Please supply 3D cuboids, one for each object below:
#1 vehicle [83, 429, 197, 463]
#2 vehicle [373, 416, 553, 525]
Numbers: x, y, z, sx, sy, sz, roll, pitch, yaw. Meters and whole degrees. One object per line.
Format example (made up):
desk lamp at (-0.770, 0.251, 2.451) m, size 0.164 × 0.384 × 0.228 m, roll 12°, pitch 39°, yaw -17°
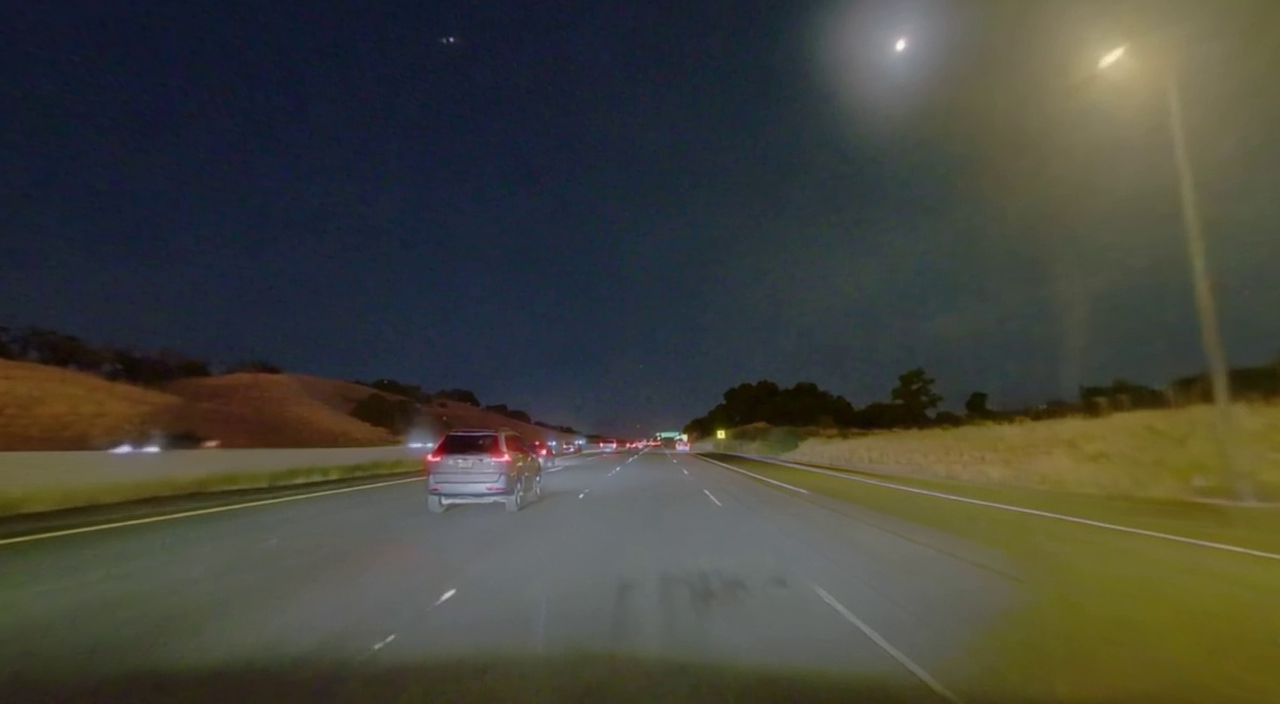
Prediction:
vehicle at (-24.695, 4.695, 31.394) m, size 1.835 × 1.543 × 4.618 m, roll 0°, pitch -9°, yaw 1°
vehicle at (-3.386, 2.402, 13.301) m, size 2.218 × 1.848 × 4.789 m, roll 0°, pitch -9°, yaw 2°
